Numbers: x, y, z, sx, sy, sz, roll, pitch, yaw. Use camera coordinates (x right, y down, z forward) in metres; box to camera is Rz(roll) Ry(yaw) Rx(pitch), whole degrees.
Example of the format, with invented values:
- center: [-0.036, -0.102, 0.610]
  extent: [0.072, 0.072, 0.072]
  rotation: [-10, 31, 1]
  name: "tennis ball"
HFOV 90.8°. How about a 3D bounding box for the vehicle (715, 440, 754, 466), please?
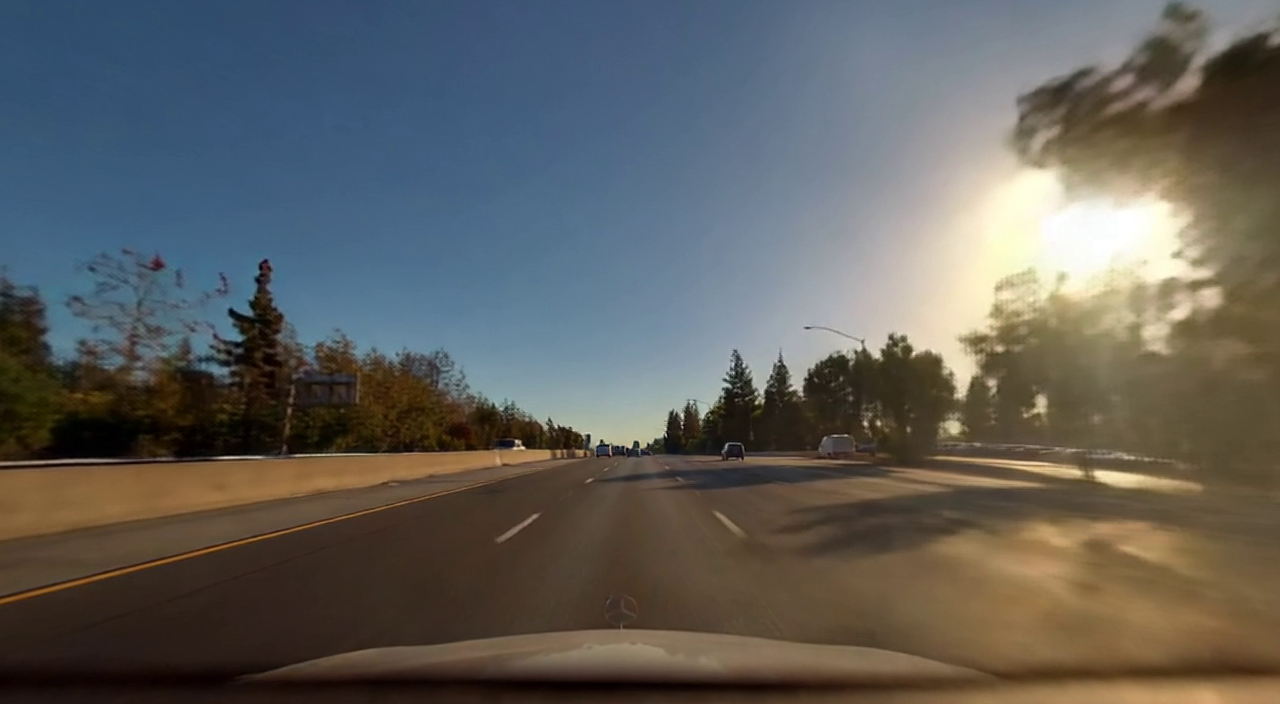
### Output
- center: [6.558, 7.079, 44.254]
  extent: [2.081, 1.705, 3.926]
  rotation: [0, -9, -1]
  name: "vehicle"
